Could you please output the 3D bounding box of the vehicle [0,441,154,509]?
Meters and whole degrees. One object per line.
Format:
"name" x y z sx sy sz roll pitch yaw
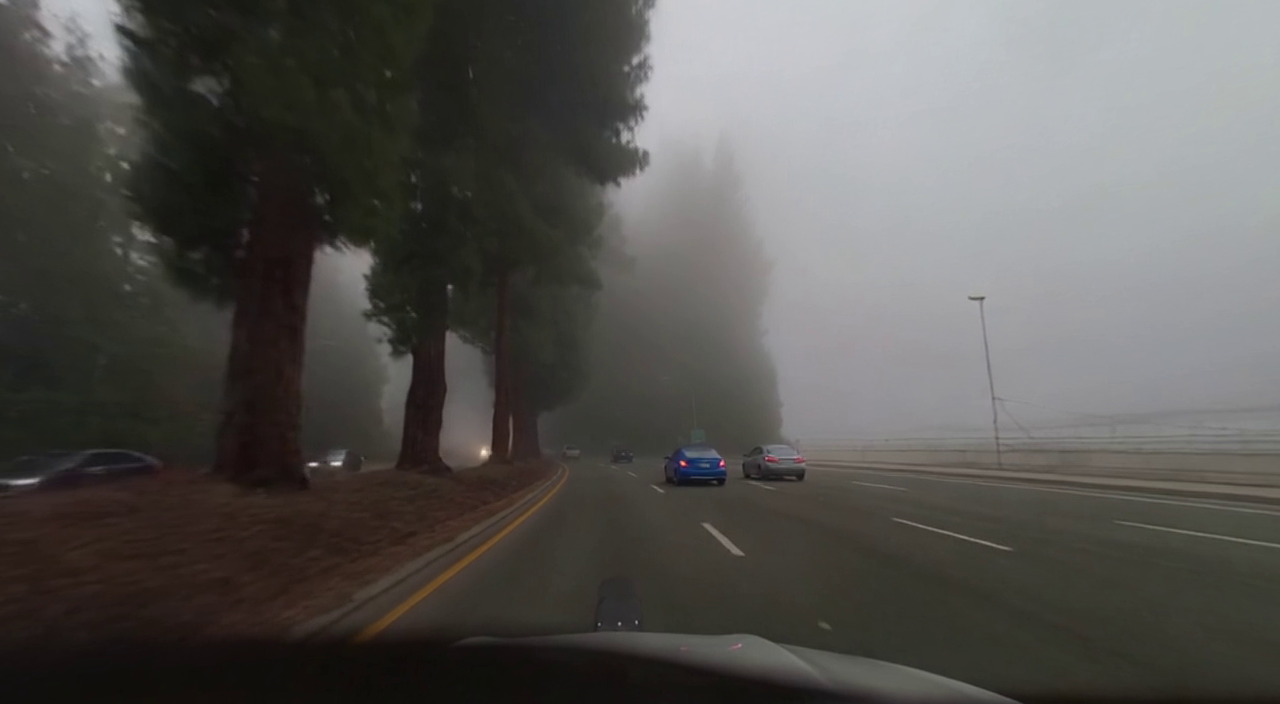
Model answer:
"vehicle" -15.107 3.019 16.018 1.926 1.483 4.651 0 -8 -3

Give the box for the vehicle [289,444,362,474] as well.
"vehicle" -16.608 5.643 33.513 1.891 1.475 4.659 0 -8 -5

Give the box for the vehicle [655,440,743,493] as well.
"vehicle" 1.726 3.572 20.082 2.077 1.464 4.134 0 -8 -5

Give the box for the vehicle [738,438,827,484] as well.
"vehicle" 5.037 3.921 22.958 1.901 1.474 4.363 0 -8 -5
